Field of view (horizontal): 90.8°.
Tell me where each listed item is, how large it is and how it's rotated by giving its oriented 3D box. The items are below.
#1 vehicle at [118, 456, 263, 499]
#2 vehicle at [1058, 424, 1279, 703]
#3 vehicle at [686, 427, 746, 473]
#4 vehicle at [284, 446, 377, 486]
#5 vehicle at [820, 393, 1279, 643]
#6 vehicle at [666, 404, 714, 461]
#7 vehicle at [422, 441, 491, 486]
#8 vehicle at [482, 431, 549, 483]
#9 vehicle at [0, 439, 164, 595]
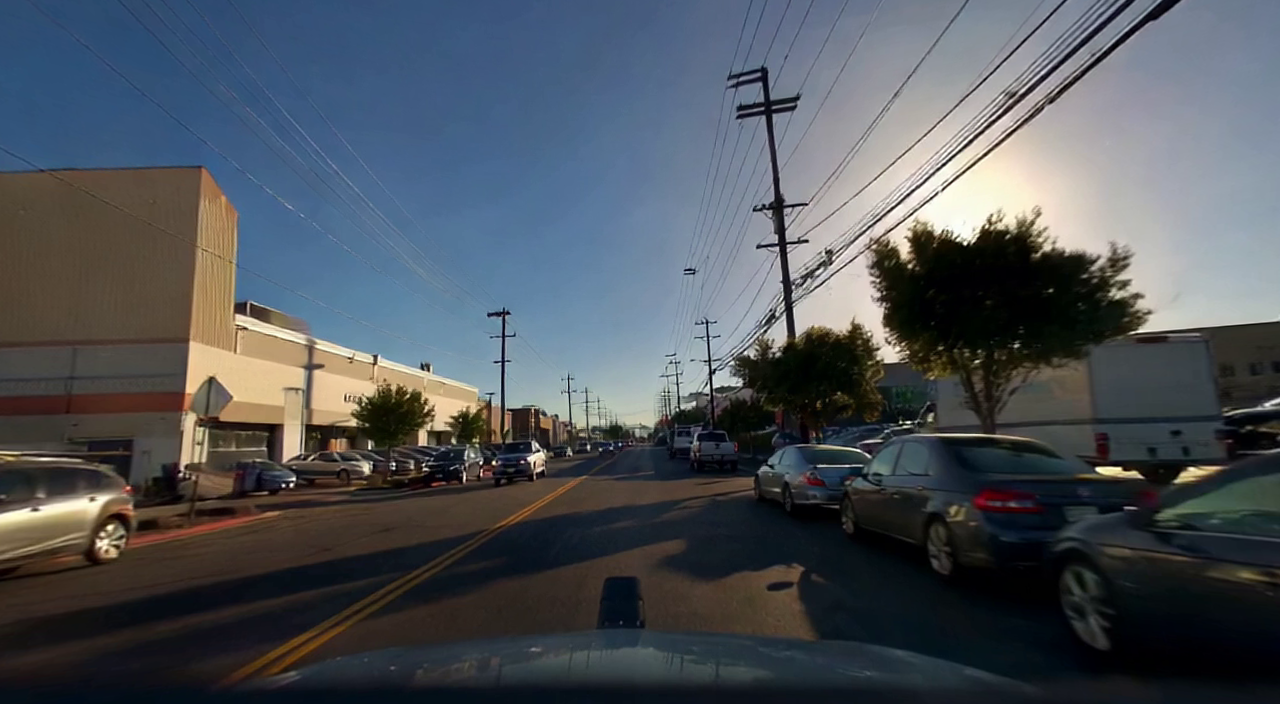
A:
[{"bbox_3d":[-17.253,4.823,24.412,4.136,1.510,1.842,0,-9,0],"label":"vehicle"},{"bbox_3d":[3.533,0.869,1.614,1.948,1.433,4.385,0,-9,1],"label":"vehicle"},{"bbox_3d":[3.564,4.795,30.896,2.249,2.026,6.211,0,-9,1],"label":"vehicle"},{"bbox_3d":[-14.286,5.268,29.515,2.016,1.721,4.410,-1,-9,1],"label":"vehicle"},{"bbox_3d":[3.598,1.497,6.810,1.911,1.654,5.061,0,-9,1],"label":"vehicle"},{"bbox_3d":[3.549,6.082,46.884,2.874,3.757,8.612,0,-9,0],"label":"vehicle"},{"bbox_3d":[-8.339,5.071,29.041,1.921,1.750,4.208,-4,-9,-1],"label":"vehicle"},{"bbox_3d":[-5.324,4.564,27.664,2.254,1.963,4.823,-2,-9,-5],"label":"vehicle"},{"bbox_3d":[-8.421,2.032,7.748,1.909,1.778,4.383,-3,-8,-2],"label":"vehicle"}]
